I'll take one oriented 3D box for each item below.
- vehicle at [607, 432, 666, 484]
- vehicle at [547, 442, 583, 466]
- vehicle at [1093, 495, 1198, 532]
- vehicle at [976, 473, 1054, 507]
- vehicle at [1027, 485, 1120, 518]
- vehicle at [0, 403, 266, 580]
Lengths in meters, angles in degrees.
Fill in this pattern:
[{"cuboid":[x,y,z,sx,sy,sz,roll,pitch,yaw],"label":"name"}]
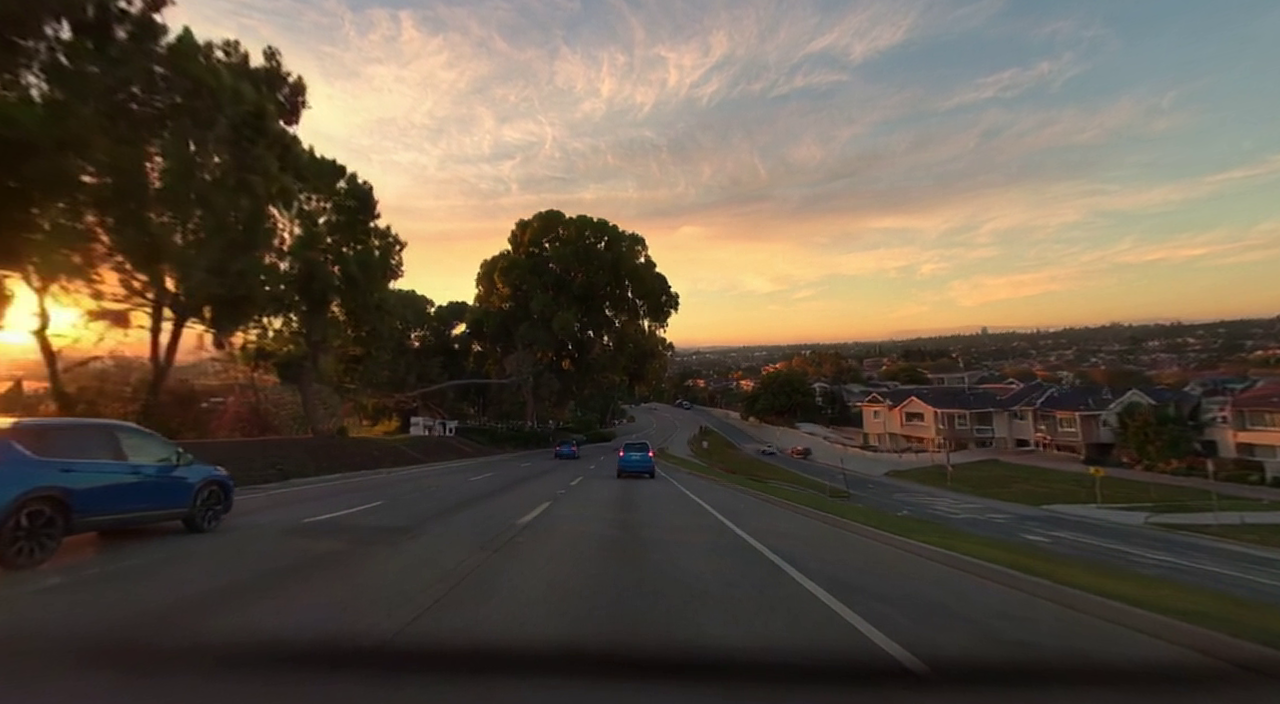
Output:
[{"cuboid":[-0.129,4.127,24.920,2.125,1.830,4.370,0,-8,0],"label":"vehicle"},{"cuboid":[-5.226,7.142,44.538,2.123,1.592,4.505,0,-8,-1],"label":"vehicle"},{"cuboid":[27.879,8.903,35.054,1.845,1.533,4.455,1,-8,-6],"label":"vehicle"},{"cuboid":[26.564,9.749,44.962,1.858,1.849,4.942,1,-7,-11],"label":"vehicle"},{"cuboid":[27.209,9.390,39.881,1.874,1.577,4.877,2,-8,-9],"label":"vehicle"},{"cuboid":[-7.034,1.564,7.632,1.997,1.650,5.090,0,-8,-1],"label":"vehicle"}]
